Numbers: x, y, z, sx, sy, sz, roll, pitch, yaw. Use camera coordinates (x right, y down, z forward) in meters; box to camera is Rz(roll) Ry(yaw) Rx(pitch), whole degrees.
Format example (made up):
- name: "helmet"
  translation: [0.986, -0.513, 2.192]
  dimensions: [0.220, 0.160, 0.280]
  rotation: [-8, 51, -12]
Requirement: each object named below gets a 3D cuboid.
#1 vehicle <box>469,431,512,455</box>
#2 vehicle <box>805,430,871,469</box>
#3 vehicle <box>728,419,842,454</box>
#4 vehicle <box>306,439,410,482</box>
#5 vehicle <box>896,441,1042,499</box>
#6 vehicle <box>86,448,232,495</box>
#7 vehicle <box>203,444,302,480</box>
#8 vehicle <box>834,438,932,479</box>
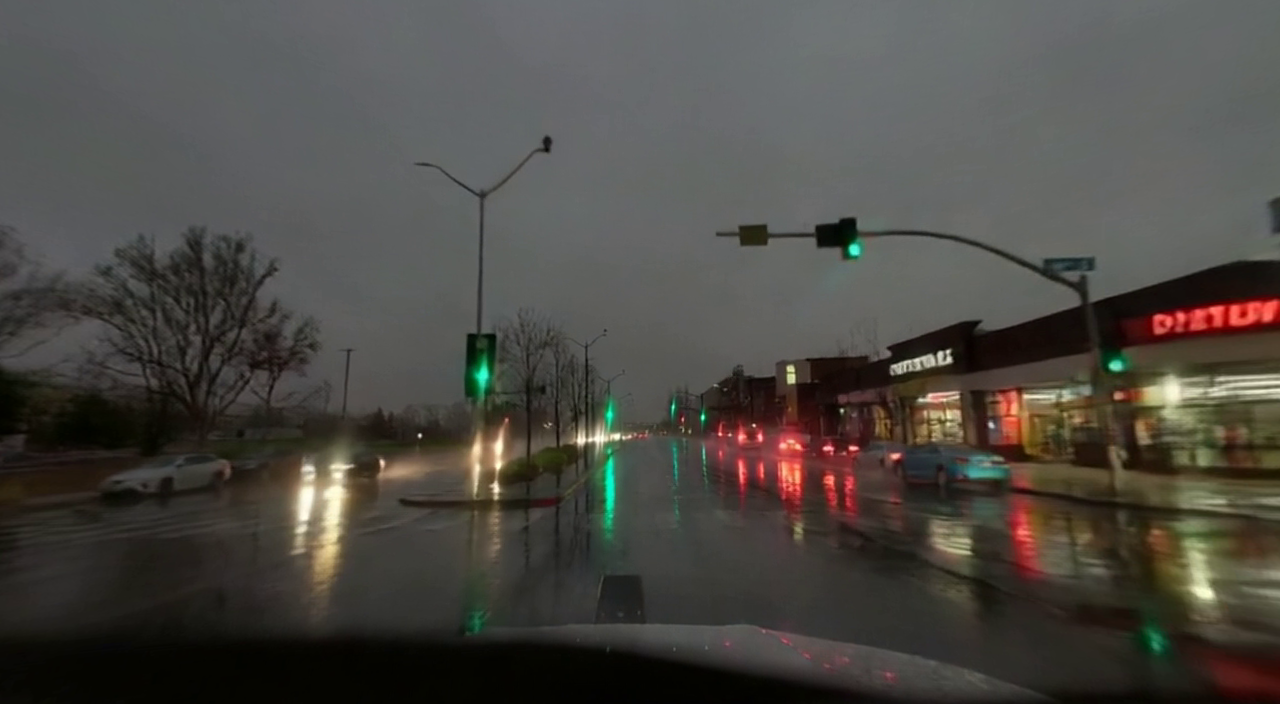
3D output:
- name: "vehicle"
  translation: [-11.024, 6.730, 46.847]
  dimensions: [2.027, 1.722, 4.471]
  rotation: [0, -8, 1]
- name: "vehicle"
  translation: [9.946, 4.888, 32.061]
  dimensions: [1.925, 1.808, 4.255]
  rotation: [0, -8, 0]
- name: "vehicle"
  translation: [9.844, 6.007, 44.224]
  dimensions: [6.229, 2.004, 6.552]
  rotation: [-2, -10, -2]
- name: "vehicle"
  translation: [-10.974, 4.235, 25.040]
  dimensions: [1.943, 1.501, 4.626]
  rotation: [0, -8, 1]
- name: "vehicle"
  translation: [9.697, 3.473, 19.134]
  dimensions: [1.948, 1.483, 4.645]
  rotation: [0, -8, 0]
- name: "vehicle"
  translation: [-18.075, 4.456, 24.099]
  dimensions: [1.858, 1.493, 4.721]
  rotation: [0, -8, 0]
- name: "vehicle"
  translation: [-18.137, 5.125, 29.836]
  dimensions: [1.756, 1.525, 4.355]
  rotation: [-1, -8, 3]
- name: "vehicle"
  translation: [9.770, 4.283, 25.894]
  dimensions: [1.913, 1.492, 4.787]
  rotation: [0, -8, -3]
